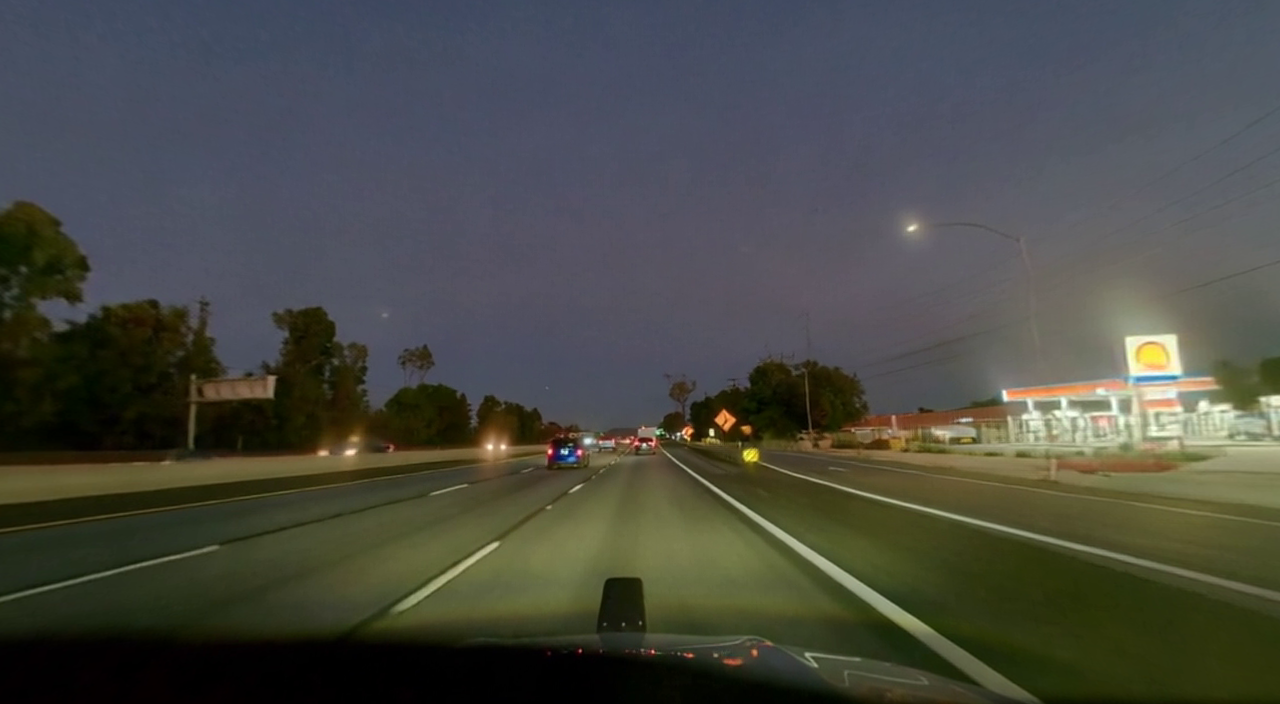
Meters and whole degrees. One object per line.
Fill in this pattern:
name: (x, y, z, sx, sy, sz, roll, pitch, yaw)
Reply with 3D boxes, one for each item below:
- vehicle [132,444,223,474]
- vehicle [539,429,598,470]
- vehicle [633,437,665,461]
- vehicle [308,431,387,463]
vehicle: (-27.883, 6.468, 38.260, 2.051, 1.686, 4.574, 0, -8, 0)
vehicle: (-3.469, 4.843, 31.439, 2.273, 1.884, 4.515, 0, -8, 2)
vehicle: (0.561, 6.451, 42.185, 1.982, 1.524, 3.800, 0, -8, -1)
vehicle: (-20.393, 6.681, 44.383, 2.388, 2.040, 6.505, 0, -8, 0)
